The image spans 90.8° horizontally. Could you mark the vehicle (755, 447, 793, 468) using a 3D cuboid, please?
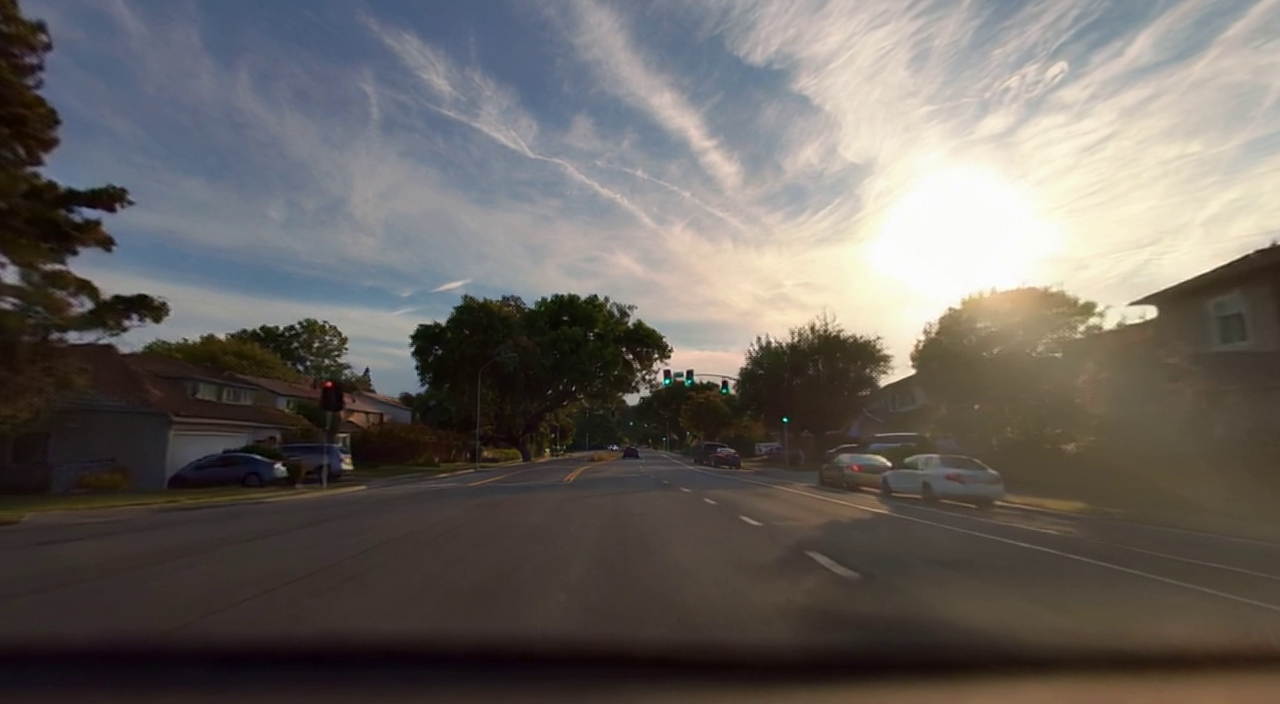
[{"bbox_3d":[10.203,8.069,48.429,1.925,1.490,4.475,0,-9,1],"label":"vehicle"}]

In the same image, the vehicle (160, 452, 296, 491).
[{"bbox_3d":[-17.936,5.207,27.694,4.598,1.445,1.973,-2,-9,-1],"label":"vehicle"}]

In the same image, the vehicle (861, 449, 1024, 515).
[{"bbox_3d":[7.830,3.366,16.935,1.951,1.528,4.366,1,-9,-4],"label":"vehicle"}]

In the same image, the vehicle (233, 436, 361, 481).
[{"bbox_3d":[-18.055,5.657,33.520,5.096,2.070,2.687,2,-10,1],"label":"vehicle"}]

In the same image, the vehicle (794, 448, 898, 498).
[{"bbox_3d":[7.355,4.321,23.121,1.934,1.504,4.928,4,-9,-3],"label":"vehicle"}]

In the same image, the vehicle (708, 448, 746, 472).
[{"bbox_3d":[6.315,7.882,46.320,2.064,1.498,4.877,4,-9,0],"label":"vehicle"}]
